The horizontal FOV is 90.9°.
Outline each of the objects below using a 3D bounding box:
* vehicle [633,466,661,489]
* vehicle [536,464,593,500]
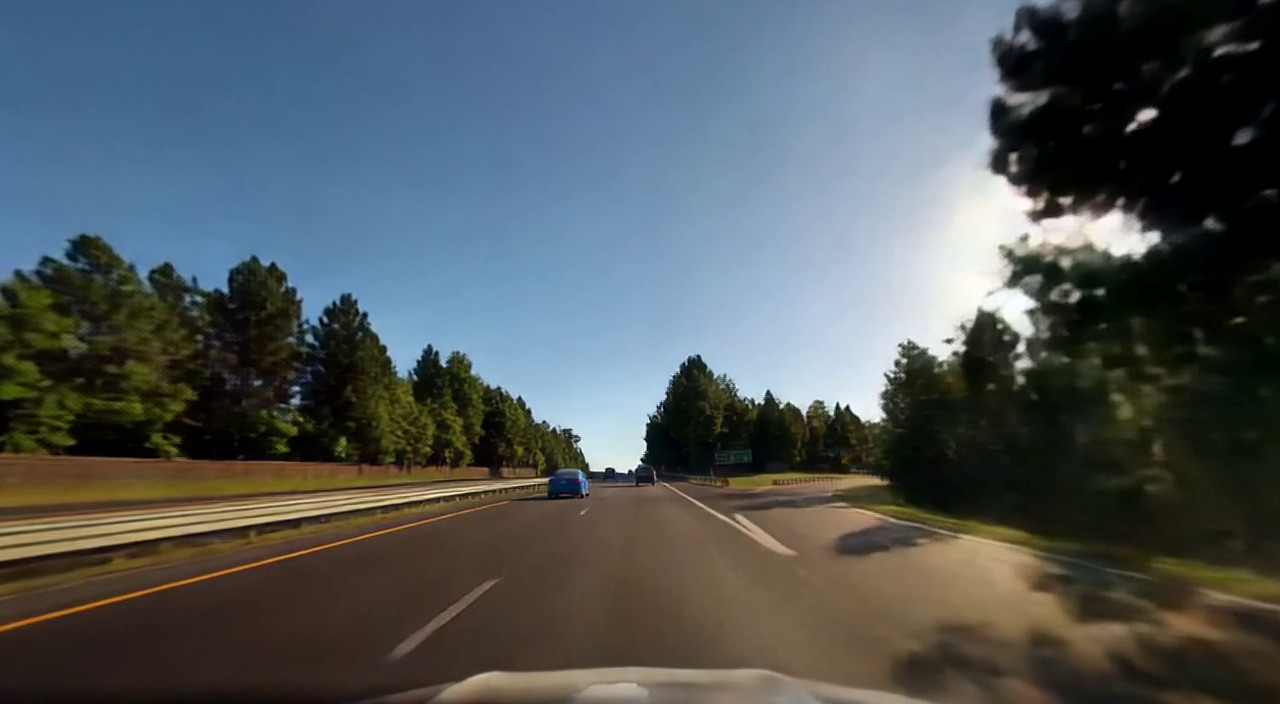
[{"bbox_3d":[0.524,9.552,47.953,2.065,1.596,3.869,1,-11,0],"label":"vehicle"},{"bbox_3d":[-3.442,6.076,29.557,2.047,1.523,4.279,1,-11,1],"label":"vehicle"}]
